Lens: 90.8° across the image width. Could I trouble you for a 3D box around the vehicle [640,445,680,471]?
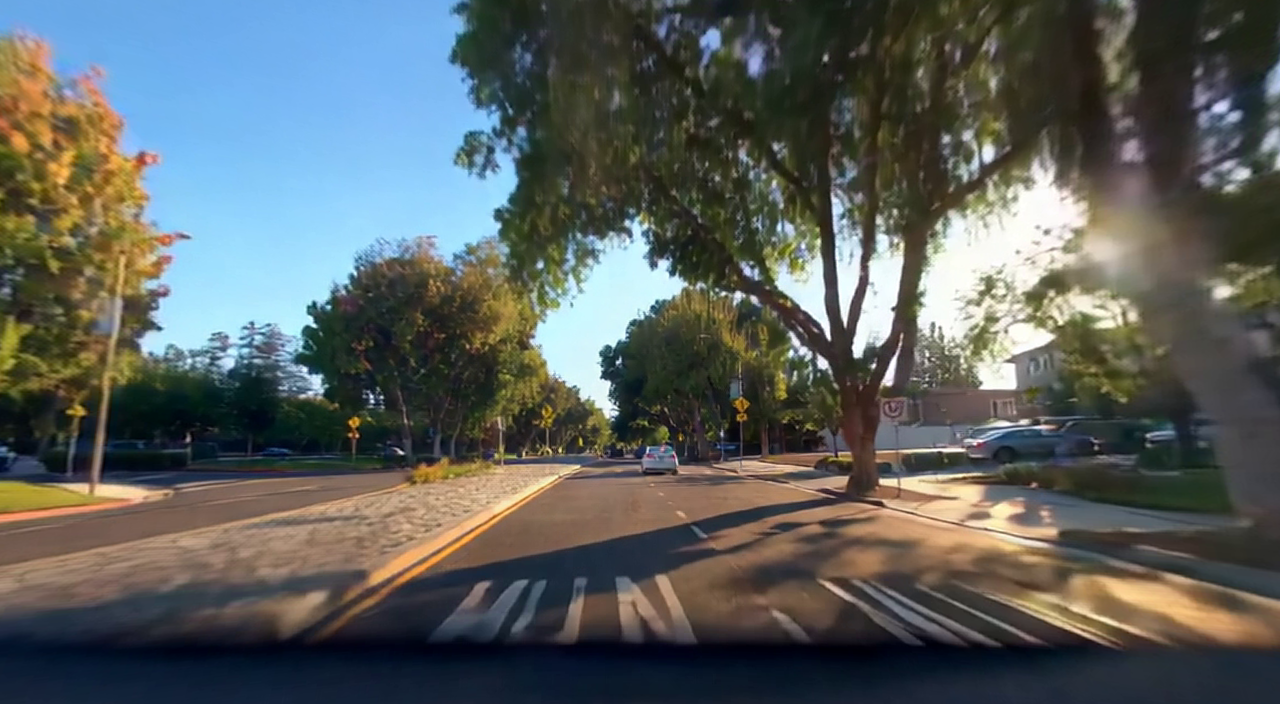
[{"bbox_3d":[1.193,6.589,39.303,2.142,1.501,4.273,1,-9,-3],"label":"vehicle"}]
